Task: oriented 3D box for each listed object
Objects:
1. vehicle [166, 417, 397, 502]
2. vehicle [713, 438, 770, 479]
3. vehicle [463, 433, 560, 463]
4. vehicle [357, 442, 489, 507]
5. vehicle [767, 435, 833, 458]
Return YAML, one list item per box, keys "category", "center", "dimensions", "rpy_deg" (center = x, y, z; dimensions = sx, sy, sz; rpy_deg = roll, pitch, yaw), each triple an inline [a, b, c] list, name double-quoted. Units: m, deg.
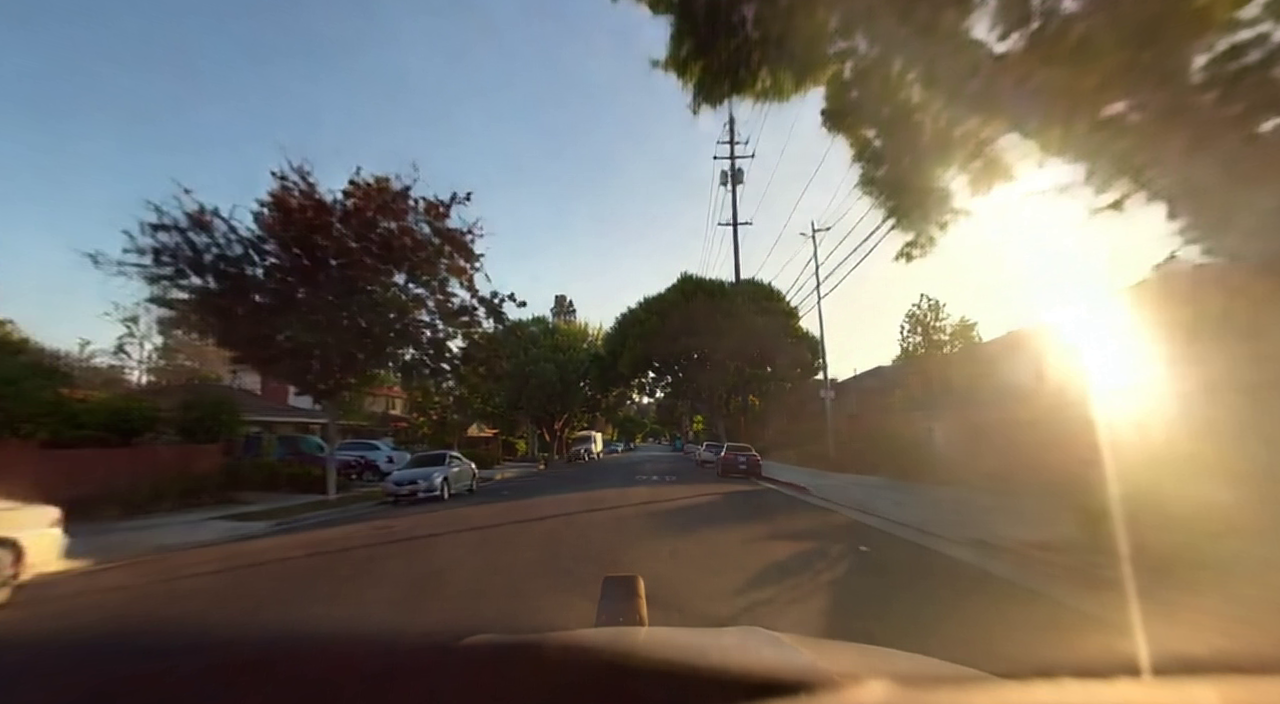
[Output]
- category: "vehicle"
  center: [-10.842, 3.305, 20.027]
  dimensions: [2.416, 2.211, 6.384]
  rpy_deg: [-2, -8, 16]
- category: "vehicle"
  center: [4.016, 4.256, 25.538]
  dimensions: [1.903, 1.500, 4.057]
  rpy_deg: [0, -8, 4]
- category: "vehicle"
  center: [-9.435, 7.086, 46.806]
  dimensions: [6.540, 2.079, 2.565]
  rpy_deg: [0, -8, 2]
- category: "vehicle"
  center: [-6.260, 3.552, 18.873]
  dimensions: [2.062, 1.500, 4.629]
  rpy_deg: [-3, -7, 4]
- category: "vehicle"
  center: [12.212, 7.256, 48.575]
  dimensions: [4.530, 1.736, 2.144]
  rpy_deg: [0, -8, 3]
